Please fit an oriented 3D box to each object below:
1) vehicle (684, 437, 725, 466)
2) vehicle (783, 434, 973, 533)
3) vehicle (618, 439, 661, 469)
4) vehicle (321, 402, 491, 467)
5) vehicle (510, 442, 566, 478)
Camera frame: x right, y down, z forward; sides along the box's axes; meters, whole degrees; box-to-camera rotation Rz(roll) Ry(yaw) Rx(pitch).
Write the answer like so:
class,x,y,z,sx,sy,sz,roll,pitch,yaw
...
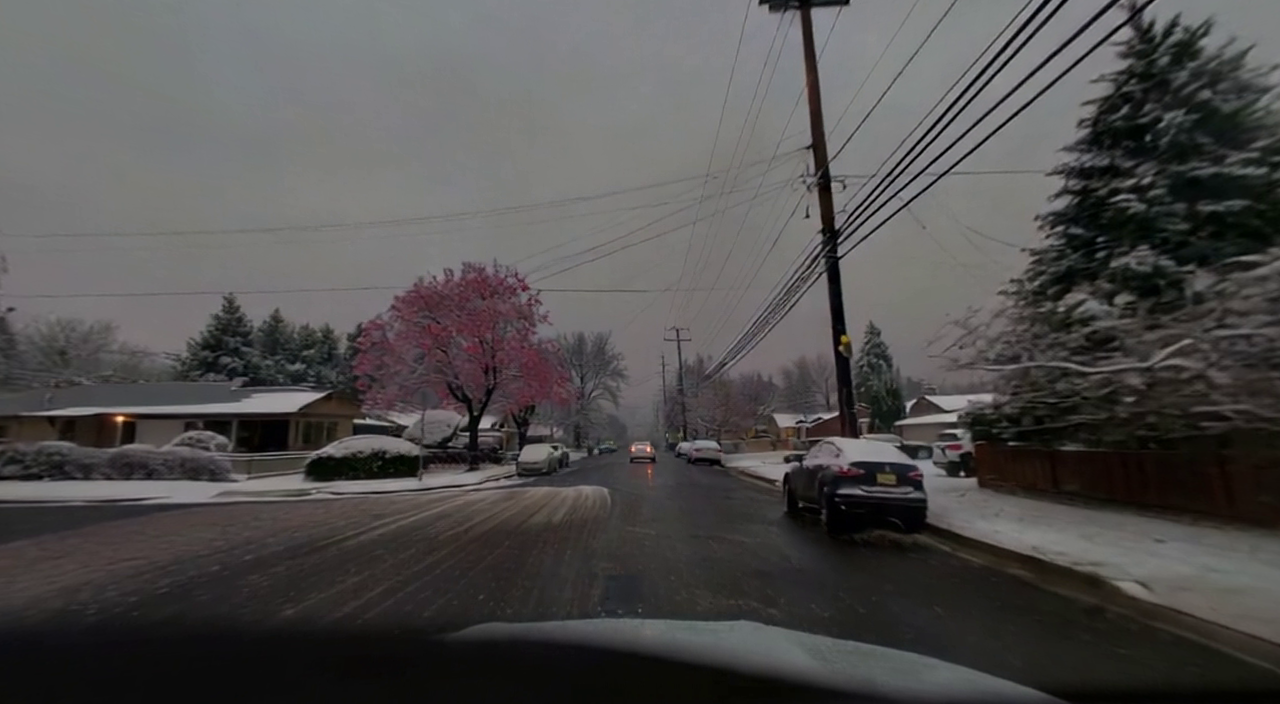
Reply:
class,x,y,z,sx,sy,sz,roll,pitch,yaw
vehicle,4.013,6.264,39.933,2.103,1.679,4.386,0,-8,0
vehicle,4.248,2.391,12.184,2.058,1.535,4.323,0,-8,1
vehicle,0.050,5.385,33.510,2.075,1.449,4.526,0,-8,2
vehicle,-12.913,4.656,35.423,8.239,3.354,2.902,1,-9,1
vehicle,-4.758,5.097,30.158,1.874,1.413,4.442,0,-6,1
